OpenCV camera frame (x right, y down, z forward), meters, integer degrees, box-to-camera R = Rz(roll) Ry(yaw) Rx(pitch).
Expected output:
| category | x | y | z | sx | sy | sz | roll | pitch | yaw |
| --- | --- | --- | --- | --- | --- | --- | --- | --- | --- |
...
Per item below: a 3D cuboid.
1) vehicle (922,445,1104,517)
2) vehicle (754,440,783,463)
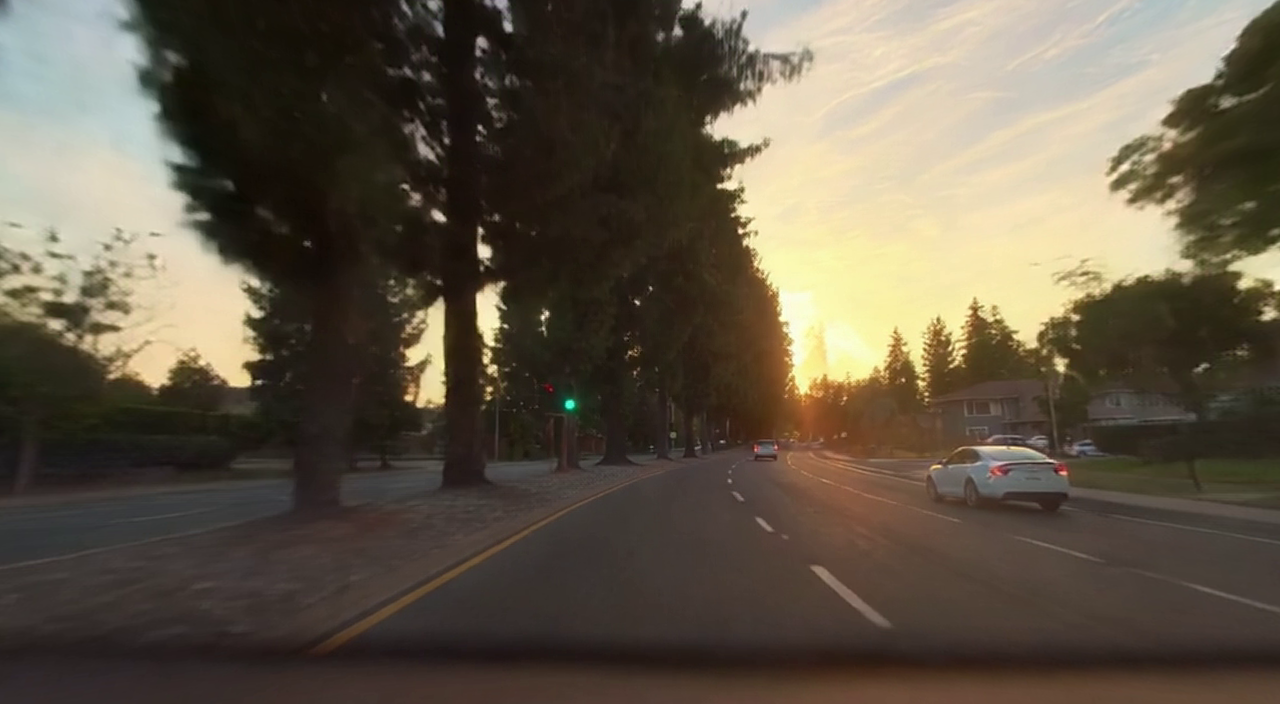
| category | x | y | z | sx | sy | sz | roll | pitch | yaw |
| --- | --- | --- | --- | --- | --- | --- | --- | --- | --- |
| vehicle | 8.568 | 2.945 | 15.040 | 1.855 | 1.444 | 4.389 | -1 | -8 | 3 |
| vehicle | 9.983 | 7.710 | 49.152 | 1.991 | 1.684 | 4.127 | -2 | -8 | 10 |
